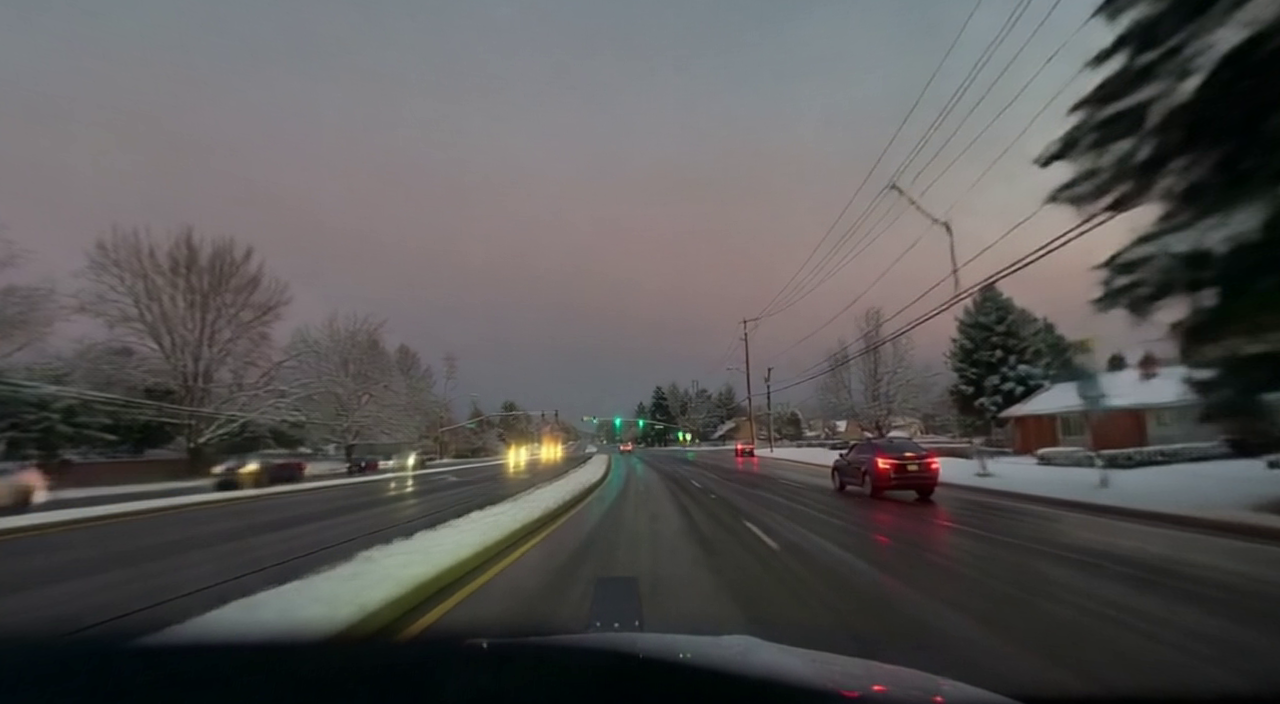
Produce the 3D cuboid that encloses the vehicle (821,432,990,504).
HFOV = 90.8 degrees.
[{"bbox_3d":[6.375,2.840,15.901,2.113,1.520,4.650,0,-8,-2],"label":"vehicle"}]

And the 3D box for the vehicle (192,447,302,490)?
[{"bbox_3d":[-17.071,5.041,27.783,1.937,1.676,4.718,0,-8,-2],"label":"vehicle"}]

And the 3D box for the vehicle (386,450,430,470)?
[{"bbox_3d":[-17.709,8.259,48.419,1.886,1.446,4.265,0,-9,-2],"label":"vehicle"}]
